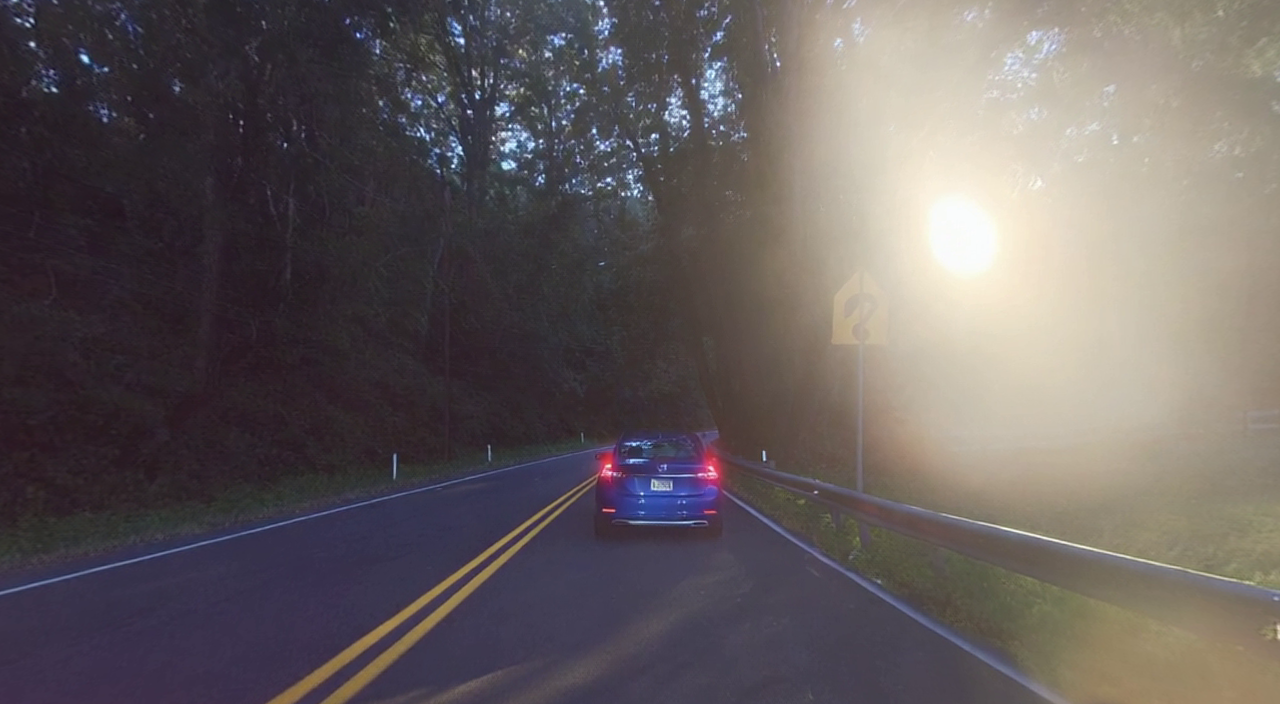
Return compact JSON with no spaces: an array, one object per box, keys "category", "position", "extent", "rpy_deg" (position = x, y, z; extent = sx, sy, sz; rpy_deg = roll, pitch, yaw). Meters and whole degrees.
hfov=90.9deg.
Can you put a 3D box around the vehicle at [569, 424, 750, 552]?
[{"category":"vehicle","position":[0.265,1.936,9.575],"extent":[2.187,1.533,3.726],"rpy_deg":[0,-8,1]}]
